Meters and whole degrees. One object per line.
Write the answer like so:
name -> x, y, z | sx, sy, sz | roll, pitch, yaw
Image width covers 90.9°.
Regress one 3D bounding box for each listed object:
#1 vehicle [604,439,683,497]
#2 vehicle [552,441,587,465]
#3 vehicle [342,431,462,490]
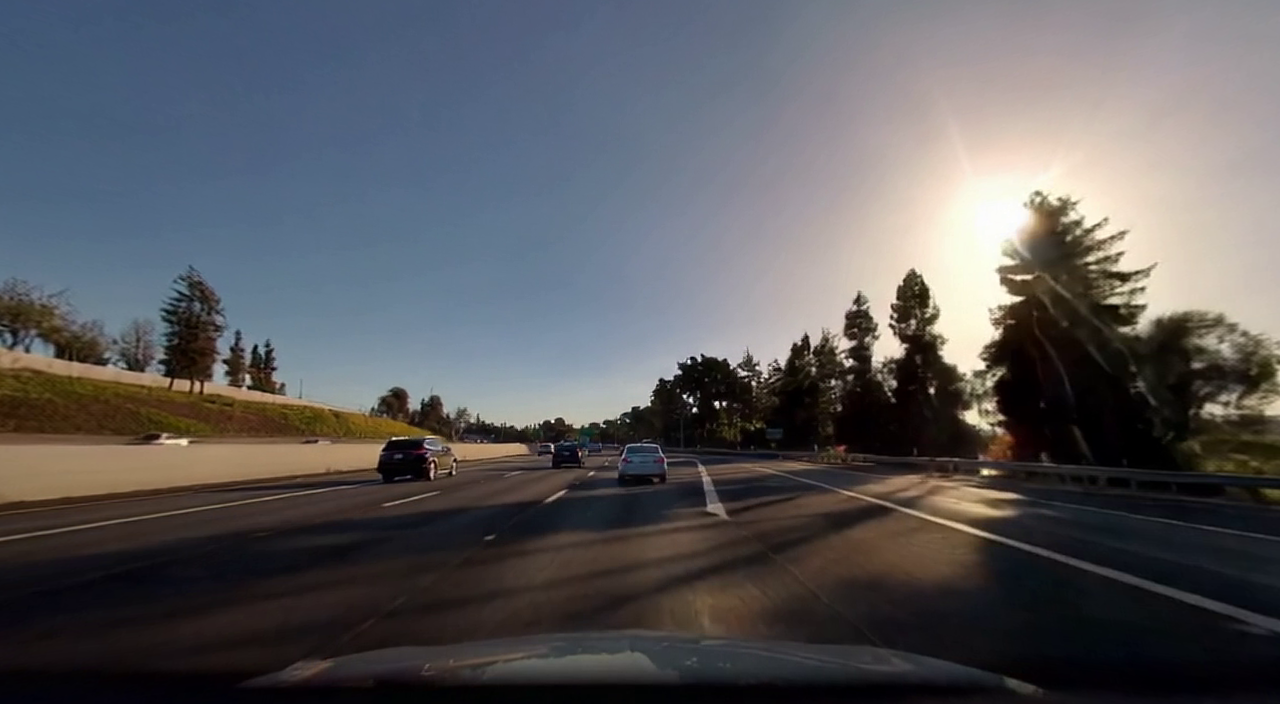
vehicle -> 0.025, 3.343, 18.605 | 2.082, 1.482, 4.126 | 0, -8, -2
vehicle -> -5.315, 7.680, 48.209 | 2.289, 1.777, 4.534 | 0, -8, -1
vehicle -> -8.048, 3.698, 21.942 | 2.206, 1.788, 4.914 | 0, -8, 0
